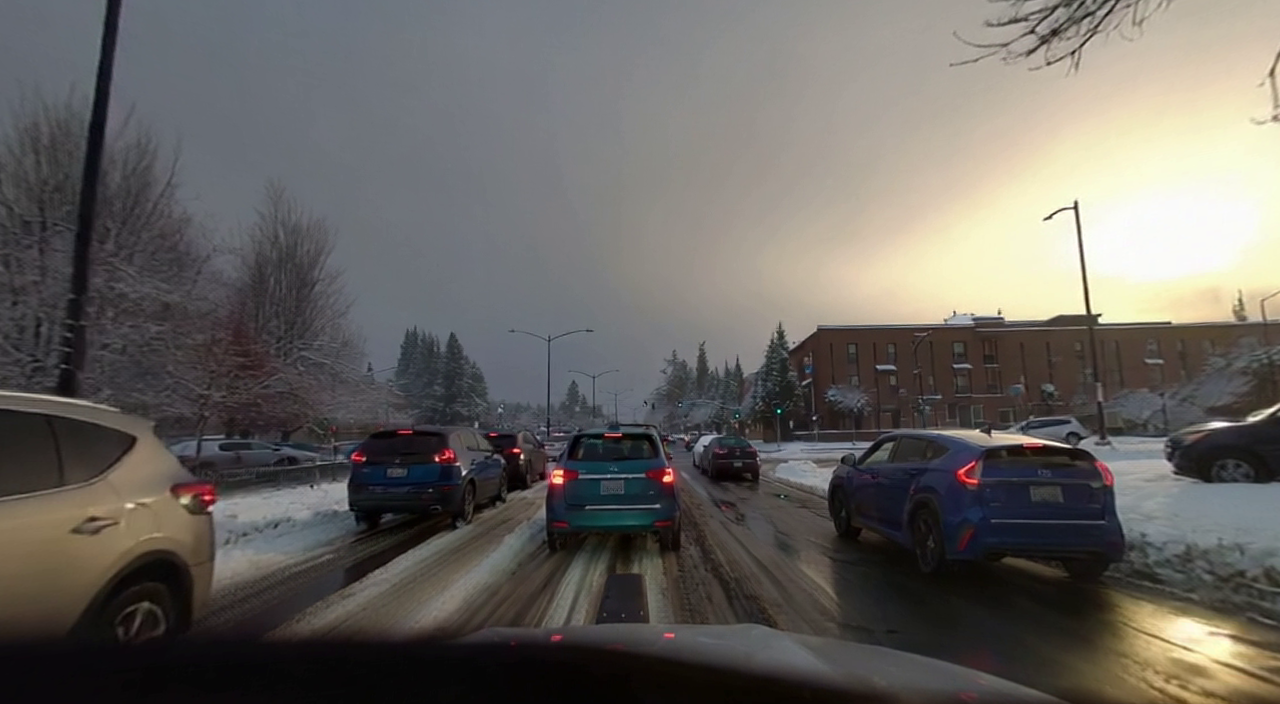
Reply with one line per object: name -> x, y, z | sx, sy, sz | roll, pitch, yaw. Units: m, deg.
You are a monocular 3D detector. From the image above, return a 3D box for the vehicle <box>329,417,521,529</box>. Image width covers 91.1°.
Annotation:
vehicle -> -3.736, 2.189, 11.904 | 2.012, 1.701, 4.316 | 0, -8, 1

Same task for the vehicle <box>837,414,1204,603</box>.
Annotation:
vehicle -> 3.778, 1.586, 7.227 | 1.847, 1.554, 3.885 | 0, -8, 2

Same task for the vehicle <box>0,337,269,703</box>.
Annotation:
vehicle -> -3.448, 0.720, 1.779 | 2.047, 1.710, 4.314 | 0, -8, 1

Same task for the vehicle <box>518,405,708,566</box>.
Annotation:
vehicle -> -0.237, 1.724, 8.806 | 2.022, 1.700, 4.084 | 0, -8, 1

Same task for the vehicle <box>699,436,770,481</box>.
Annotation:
vehicle -> 3.340, 3.848, 23.004 | 1.948, 1.475, 4.093 | 0, -8, 0
